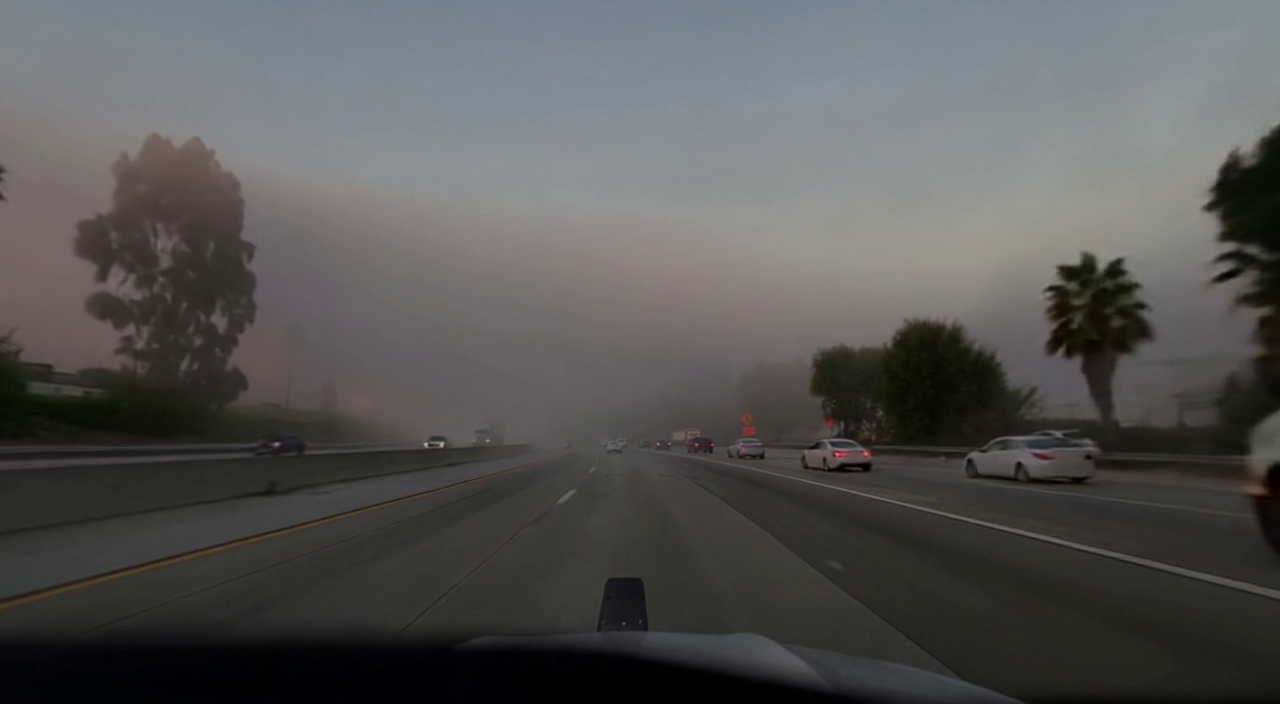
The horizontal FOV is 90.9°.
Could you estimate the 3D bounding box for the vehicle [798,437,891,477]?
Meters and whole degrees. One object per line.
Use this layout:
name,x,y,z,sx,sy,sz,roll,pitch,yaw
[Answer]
vehicle,8.191,4.249,25.824,2.092,1.478,4.647,0,-8,-2

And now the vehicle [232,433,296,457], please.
vehicle,-25.243,6.287,42.461,1.885,1.524,3.883,0,-8,0

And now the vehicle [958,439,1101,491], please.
vehicle,13.050,3.779,21.554,1.903,1.571,4.455,0,-8,-2

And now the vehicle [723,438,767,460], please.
vehicle,7.473,6.964,45.358,2.080,1.457,4.404,1,-8,-5
